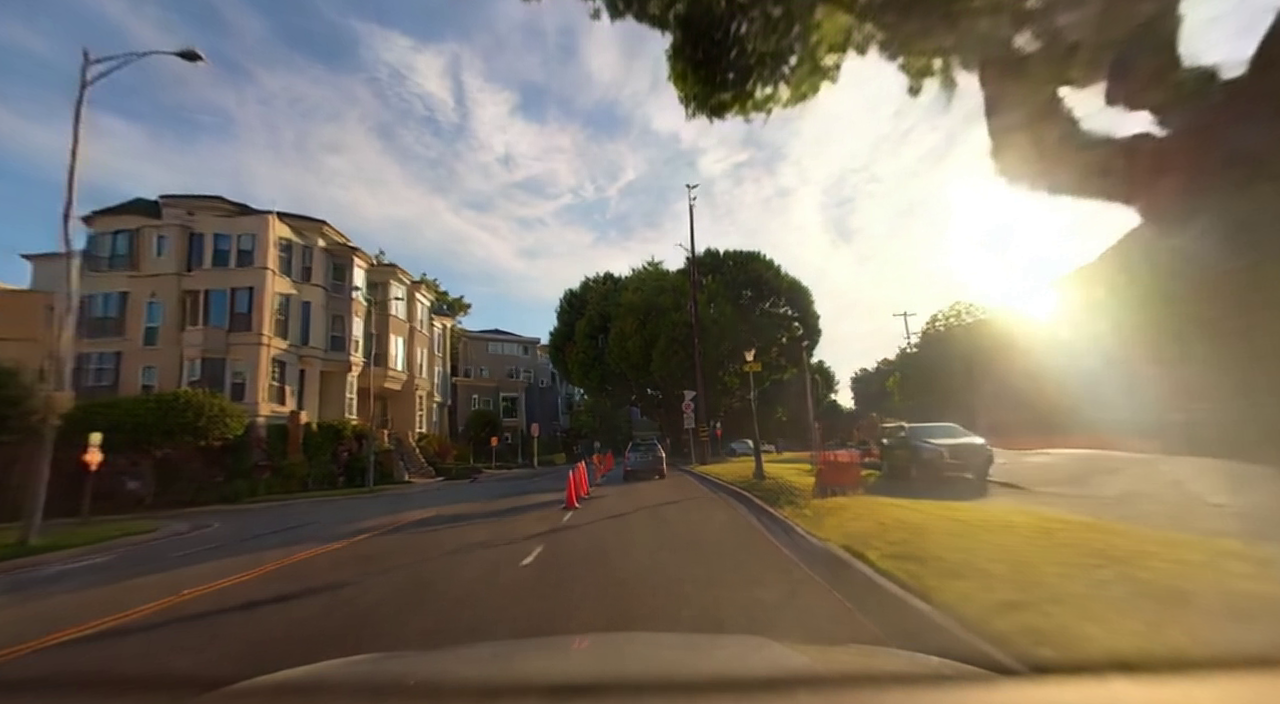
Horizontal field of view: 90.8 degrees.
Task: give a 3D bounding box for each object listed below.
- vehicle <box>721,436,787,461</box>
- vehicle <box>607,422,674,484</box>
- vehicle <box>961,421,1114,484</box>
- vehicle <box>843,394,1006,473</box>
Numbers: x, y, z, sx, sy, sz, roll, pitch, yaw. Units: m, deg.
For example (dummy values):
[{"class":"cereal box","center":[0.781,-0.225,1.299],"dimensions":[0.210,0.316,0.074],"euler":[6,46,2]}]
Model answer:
[{"class":"vehicle","center":[7.527,6.413,41.908],"dimensions":[3.835,1.584,1.893],"euler":[2,-9,-18]},{"class":"vehicle","center":[-0.076,3.723,23.397],"dimensions":[2.169,2.015,5.206],"euler":[0,-9,-2]},{"class":"vehicle","center":[10.619,2.754,17.120],"dimensions":[1.698,1.548,2.969],"euler":[2,-11,-16]},{"class":"vehicle","center":[9.548,3.024,22.179],"dimensions":[2.253,2.306,6.753],"euler":[-1,-10,-2]}]
